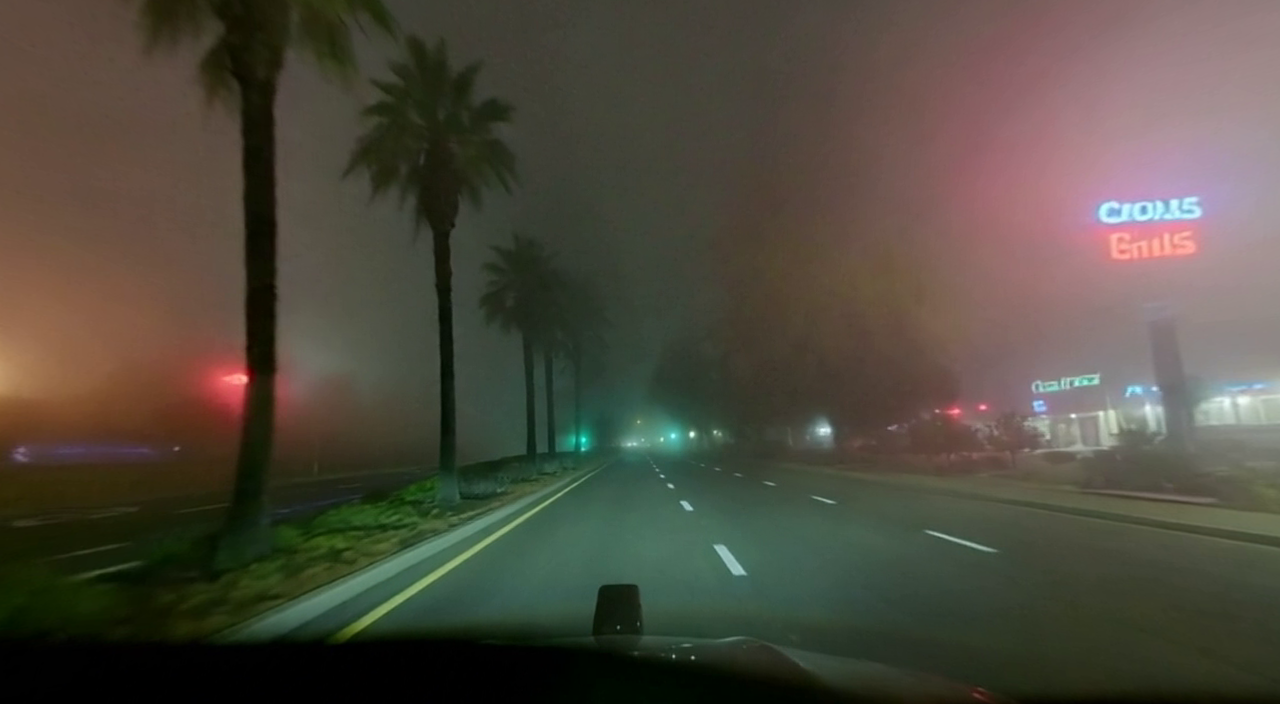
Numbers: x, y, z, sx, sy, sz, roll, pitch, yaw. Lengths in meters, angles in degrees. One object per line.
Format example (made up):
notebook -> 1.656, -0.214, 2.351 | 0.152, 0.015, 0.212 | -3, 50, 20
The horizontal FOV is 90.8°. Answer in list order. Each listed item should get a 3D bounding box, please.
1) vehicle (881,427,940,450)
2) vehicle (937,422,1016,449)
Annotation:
vehicle -> 18.939, 6.148, 44.430 | 2.091, 1.429, 4.352 | -2, -9, -1
vehicle -> 19.039, 4.786, 36.003 | 1.797, 1.425, 4.645 | 0, -8, -2
